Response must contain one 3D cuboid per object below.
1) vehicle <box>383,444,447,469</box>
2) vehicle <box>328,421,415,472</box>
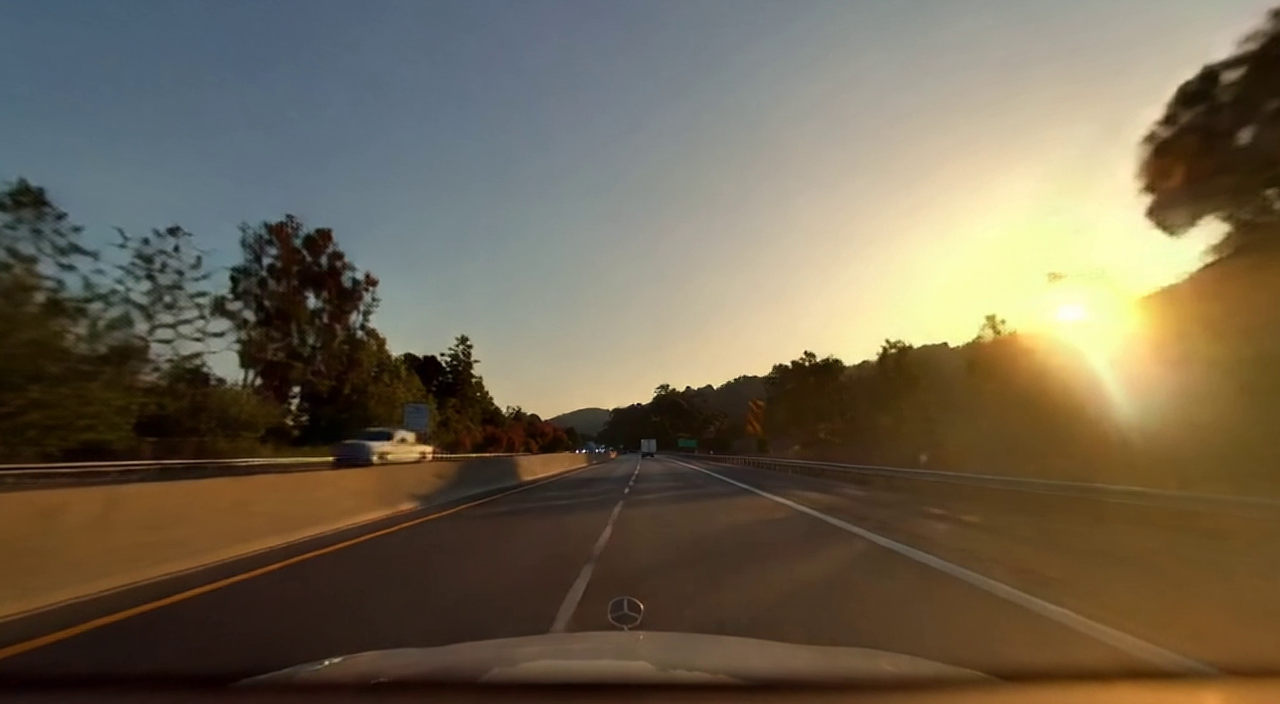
[{"bbox_3d":[-15.000,6.974,42.372,2.412,1.559,4.857,0,-9,1],"label":"vehicle"},{"bbox_3d":[-15.068,5.376,35.813,2.205,2.628,5.912,0,-9,1],"label":"vehicle"}]
